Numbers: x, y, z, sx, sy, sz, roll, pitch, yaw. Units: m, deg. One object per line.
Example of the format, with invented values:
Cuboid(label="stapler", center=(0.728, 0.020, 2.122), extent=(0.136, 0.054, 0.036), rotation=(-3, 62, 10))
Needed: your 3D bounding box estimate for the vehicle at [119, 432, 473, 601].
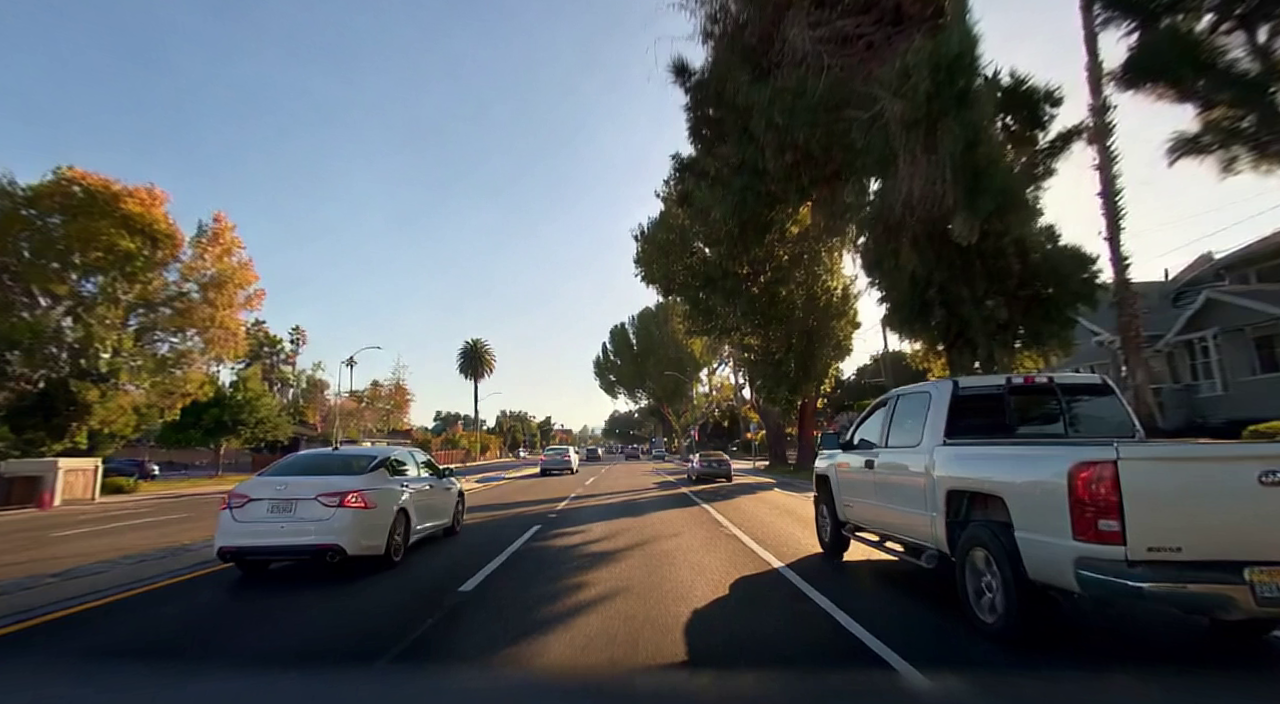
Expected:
Cuboid(label="vehicle", center=(-3.710, 1.826, 7.963), extent=(2.094, 1.509, 4.286), rotation=(0, -9, -1))

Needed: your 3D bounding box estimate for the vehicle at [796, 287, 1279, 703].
Cuboid(label="vehicle", center=(3.351, 1.154, 5.413), extent=(2.478, 2.030, 5.723), rotation=(0, -9, -1))

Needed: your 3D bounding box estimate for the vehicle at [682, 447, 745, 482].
Cuboid(label="vehicle", center=(3.204, 5.036, 28.687), extent=(2.149, 1.421, 4.805), rotation=(0, -9, -2))

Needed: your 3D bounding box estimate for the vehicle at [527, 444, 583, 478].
Cuboid(label="vehicle", center=(-4.175, 5.421, 31.786), extent=(2.263, 1.548, 4.555), rotation=(0, -9, -1))

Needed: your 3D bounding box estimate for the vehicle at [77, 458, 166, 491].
Cuboid(label="vehicle", center=(-34.624, 8.159, 42.207), extent=(5.036, 1.823, 2.374), rotation=(-7, -11, 22))

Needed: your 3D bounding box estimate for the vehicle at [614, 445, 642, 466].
Cuboid(label="vehicle", center=(-0.980, 8.127, 49.649), extent=(2.065, 1.528, 3.787), rotation=(0, -9, -2))
